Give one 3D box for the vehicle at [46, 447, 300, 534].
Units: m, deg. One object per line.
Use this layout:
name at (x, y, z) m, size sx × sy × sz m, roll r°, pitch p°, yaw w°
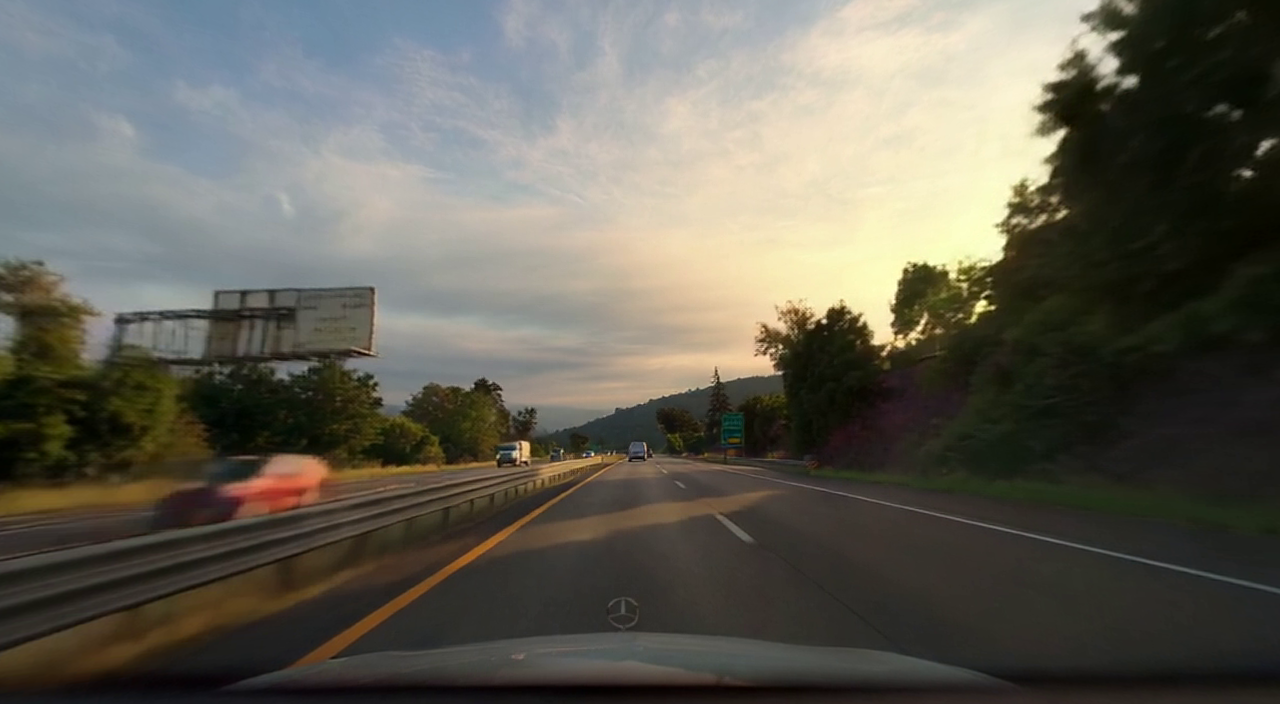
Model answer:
vehicle at (-9.645, 2.834, 13.584) m, size 1.915 × 1.530 × 4.629 m, roll 0°, pitch -9°, yaw 0°
